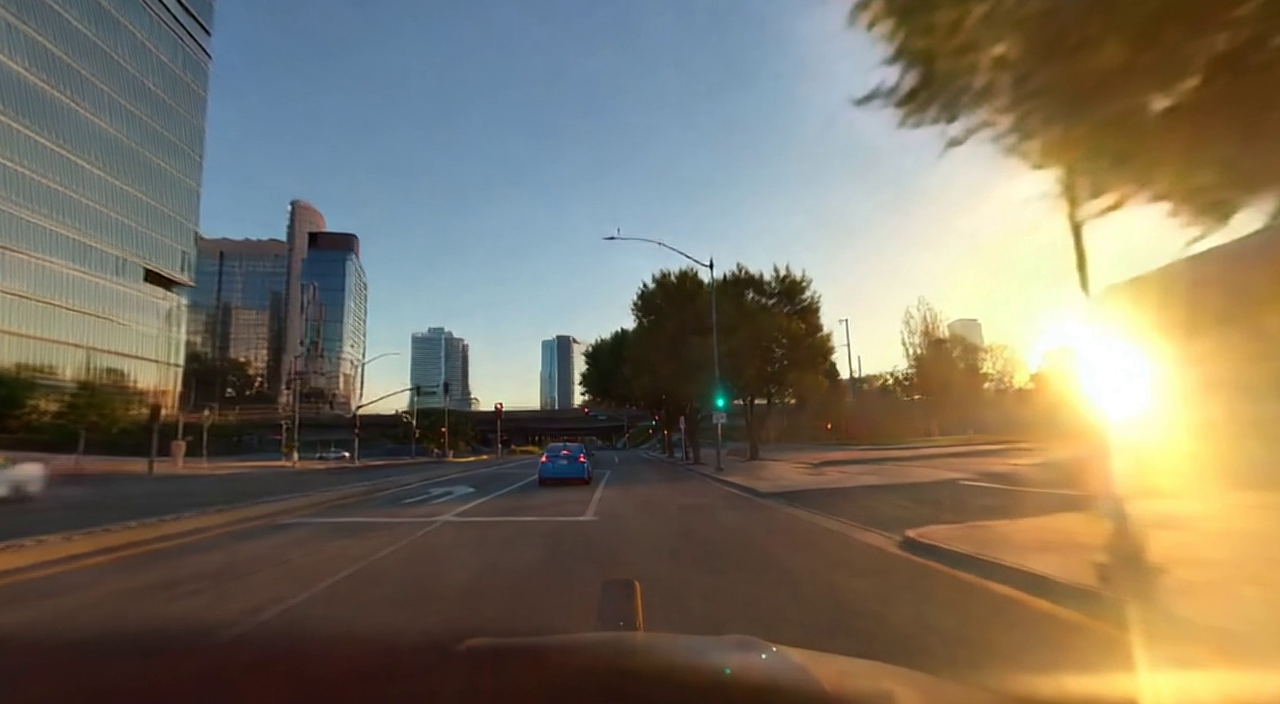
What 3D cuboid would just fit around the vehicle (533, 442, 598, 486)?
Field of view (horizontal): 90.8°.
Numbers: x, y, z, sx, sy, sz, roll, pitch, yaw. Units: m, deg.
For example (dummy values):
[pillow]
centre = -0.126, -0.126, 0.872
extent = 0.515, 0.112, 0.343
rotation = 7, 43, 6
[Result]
[vehicle]
centre = -2.670, 4.152, 23.744
extent = 2.154, 1.465, 4.532
rotation = 0, -9, -3
